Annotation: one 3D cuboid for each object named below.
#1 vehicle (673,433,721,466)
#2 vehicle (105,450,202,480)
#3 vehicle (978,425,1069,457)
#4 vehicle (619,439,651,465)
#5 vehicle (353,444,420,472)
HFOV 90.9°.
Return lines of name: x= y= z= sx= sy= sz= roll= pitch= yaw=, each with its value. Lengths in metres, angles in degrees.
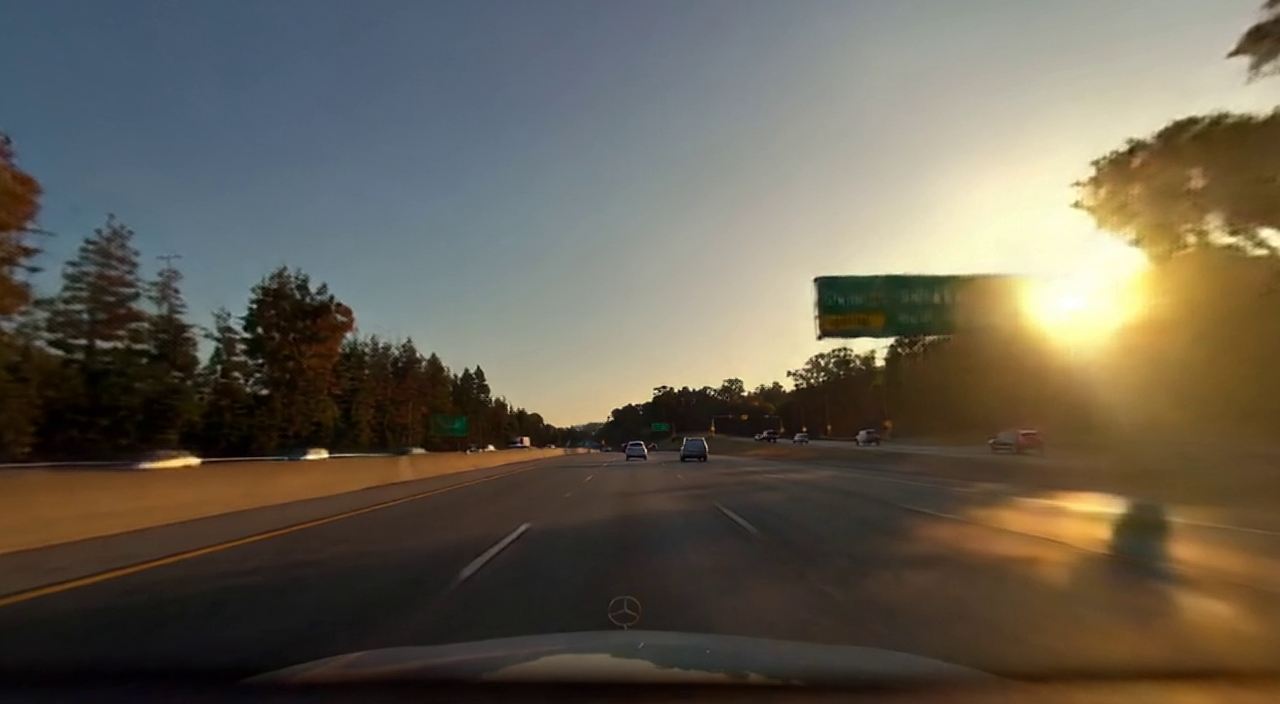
vehicle: x=3.641 y=6.392 z=41.536 sx=2.505 sy=2.020 sz=5.532 roll=0 pitch=-8 yaw=-1
vehicle: x=-26.081 y=6.065 z=34.054 sx=1.834 sy=1.445 sz=4.472 roll=0 pitch=-8 yaw=-3
vehicle: x=18.811 y=4.428 z=31.220 sx=1.872 sy=1.459 sz=4.502 roll=-1 pitch=-8 yaw=3
vehicle: x=-0.326 y=6.885 z=43.593 sx=2.105 sy=1.711 sz=4.293 roll=0 pitch=-8 yaw=0
vehicle: x=-15.115 y=6.349 z=37.946 sx=1.941 sy=1.552 sz=5.119 roll=0 pitch=-8 yaw=0
